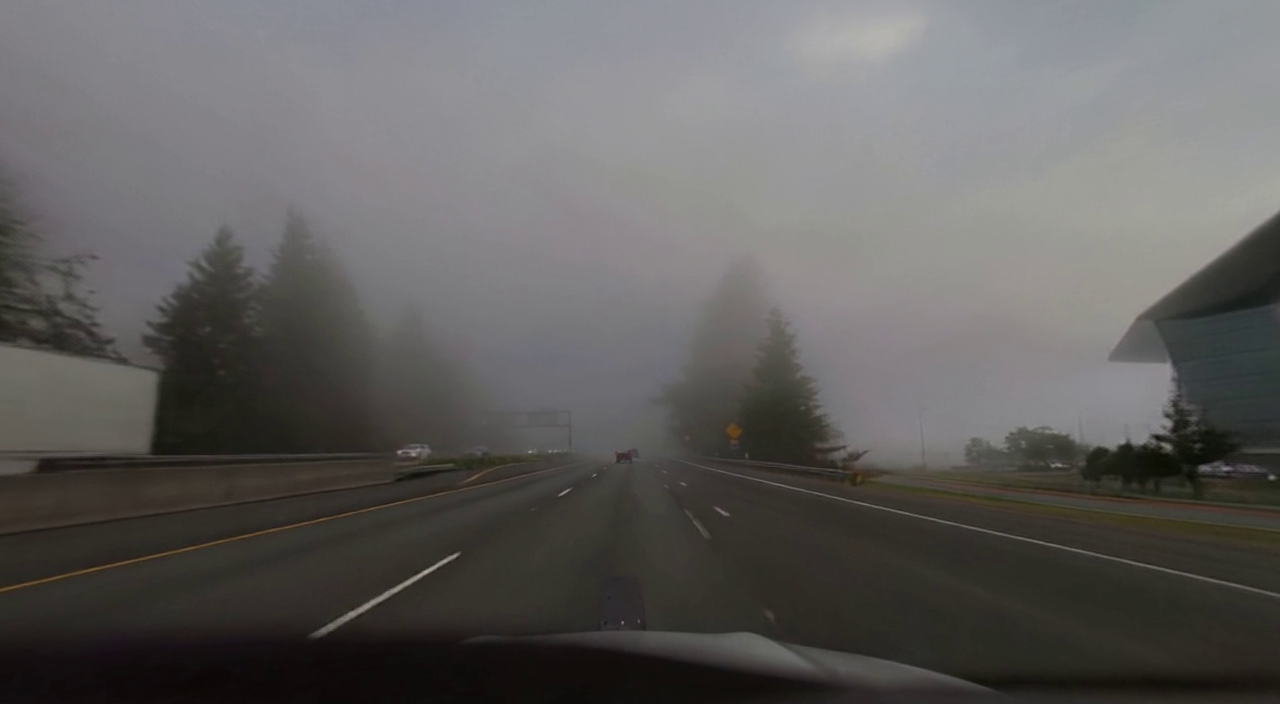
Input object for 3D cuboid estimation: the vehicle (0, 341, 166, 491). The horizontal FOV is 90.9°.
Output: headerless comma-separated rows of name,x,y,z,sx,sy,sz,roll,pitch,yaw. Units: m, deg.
vehicle,-18.661,1.971,18.548,2.892,3.974,8.106,0,-9,1
